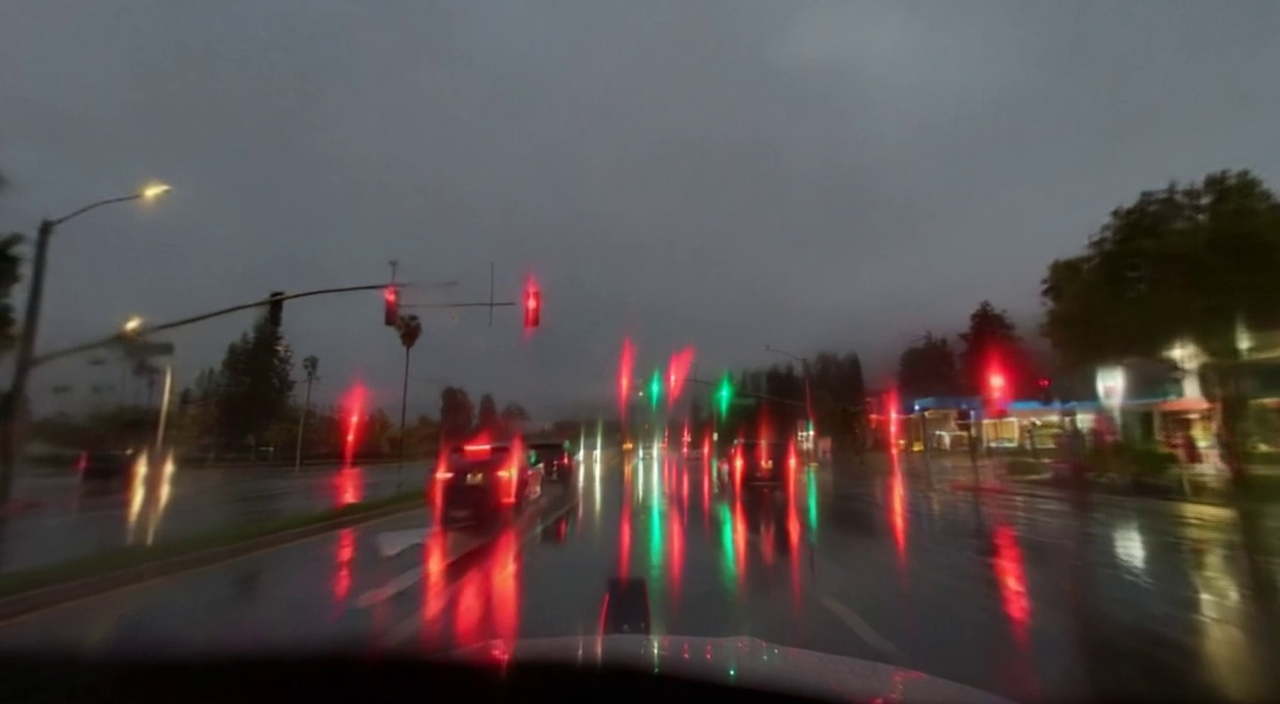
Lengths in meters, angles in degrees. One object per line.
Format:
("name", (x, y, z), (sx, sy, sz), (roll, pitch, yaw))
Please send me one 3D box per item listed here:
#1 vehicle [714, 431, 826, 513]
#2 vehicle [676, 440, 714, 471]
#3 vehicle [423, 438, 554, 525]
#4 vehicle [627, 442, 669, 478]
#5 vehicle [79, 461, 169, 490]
("vehicle", (3.037, 2.879, 15.560), (1.872, 1.752, 3.896), (0, -9, -1))
("vehicle", (3.680, 7.021, 43.051), (2.154, 1.975, 4.634), (0, -9, -1))
("vehicle", (-3.121, 2.740, 13.940), (1.788, 1.600, 4.298), (0, -9, 0))
("vehicle", (0.371, 5.459, 32.106), (1.991, 1.664, 3.814), (0, -9, 0))
("vehicle", (-31.431, 7.542, 38.460), (3.811, 1.628, 1.920), (-1, -9, 1))
